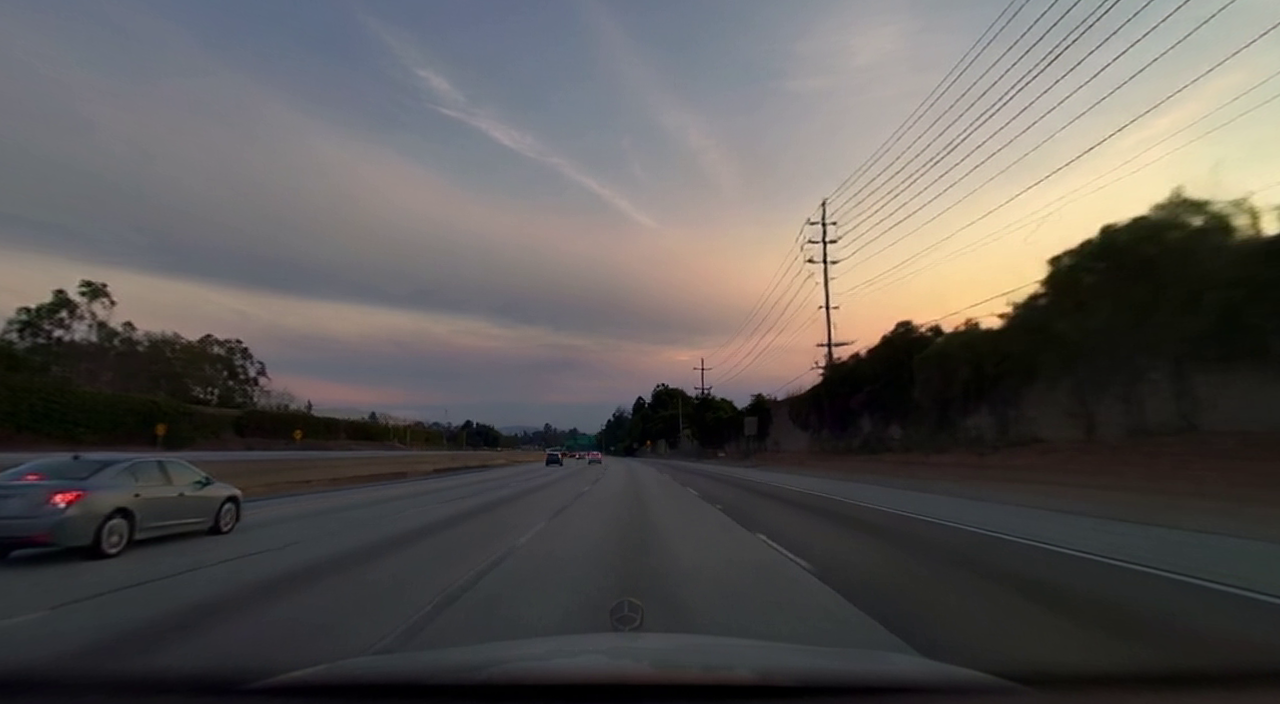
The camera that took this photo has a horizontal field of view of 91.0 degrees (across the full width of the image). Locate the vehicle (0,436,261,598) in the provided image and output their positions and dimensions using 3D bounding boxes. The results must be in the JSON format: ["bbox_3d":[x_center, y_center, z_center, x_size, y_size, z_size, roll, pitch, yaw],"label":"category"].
[{"bbox_3d":[-7.081,1.861,7.877,1.999,1.527,4.238,0,-9,0],"label":"vehicle"}]
